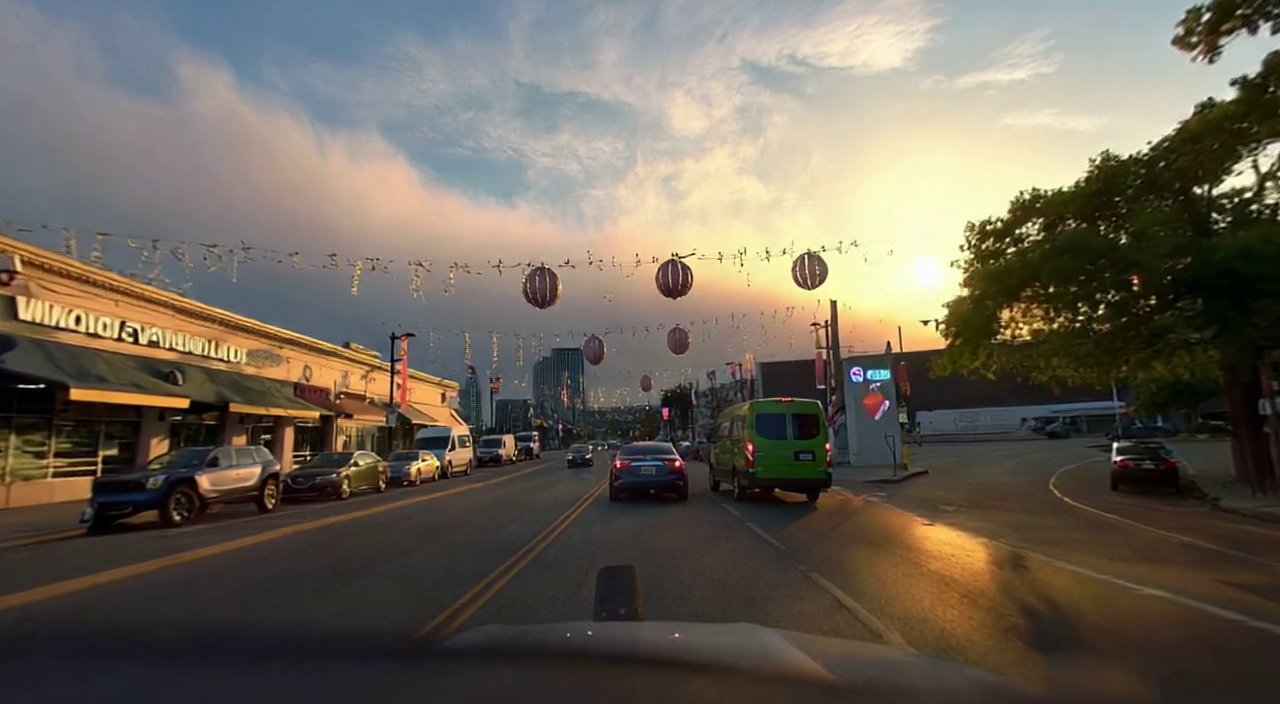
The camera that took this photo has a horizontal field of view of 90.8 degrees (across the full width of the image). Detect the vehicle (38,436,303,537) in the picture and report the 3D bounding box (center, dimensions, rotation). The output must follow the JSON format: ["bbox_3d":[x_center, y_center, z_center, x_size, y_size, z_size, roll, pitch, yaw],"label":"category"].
[{"bbox_3d":[-9.502,2.714,13.448,2.156,1.745,4.504,0,-8,0],"label":"vehicle"}]

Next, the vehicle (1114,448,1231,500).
[{"bbox_3d":[17.220,3.895,20.704,2.058,1.478,4.429,-5,-10,29],"label":"vehicle"}]

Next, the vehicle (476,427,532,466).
[{"bbox_3d":[-9.687,6.813,45.723,2.964,2.597,6.437,0,-8,-3],"label":"vehicle"}]

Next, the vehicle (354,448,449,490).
[{"bbox_3d":[-9.402,4.627,25.399,2.063,1.481,4.722,0,-8,-1],"label":"vehicle"}]

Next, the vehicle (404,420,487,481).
[{"bbox_3d":[-9.535,4.884,31.596,2.398,2.723,5.816,0,-8,-1],"label":"vehicle"}]

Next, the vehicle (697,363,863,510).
[{"bbox_3d":[3.095,2.180,16.082,2.419,2.927,6.907,0,-8,-2],"label":"vehicle"}]

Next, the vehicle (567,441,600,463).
[{"bbox_3d":[-3.956,7.056,44.727,1.974,1.484,4.400,0,-8,-1],"label":"vehicle"}]

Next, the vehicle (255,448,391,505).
[{"bbox_3d":[-9.496,3.723,19.409,1.848,1.517,4.452,0,-8,0],"label":"vehicle"}]

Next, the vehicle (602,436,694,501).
[{"bbox_3d":[0.205,3.022,16.812,2.112,1.464,4.411,0,-8,1],"label":"vehicle"}]
